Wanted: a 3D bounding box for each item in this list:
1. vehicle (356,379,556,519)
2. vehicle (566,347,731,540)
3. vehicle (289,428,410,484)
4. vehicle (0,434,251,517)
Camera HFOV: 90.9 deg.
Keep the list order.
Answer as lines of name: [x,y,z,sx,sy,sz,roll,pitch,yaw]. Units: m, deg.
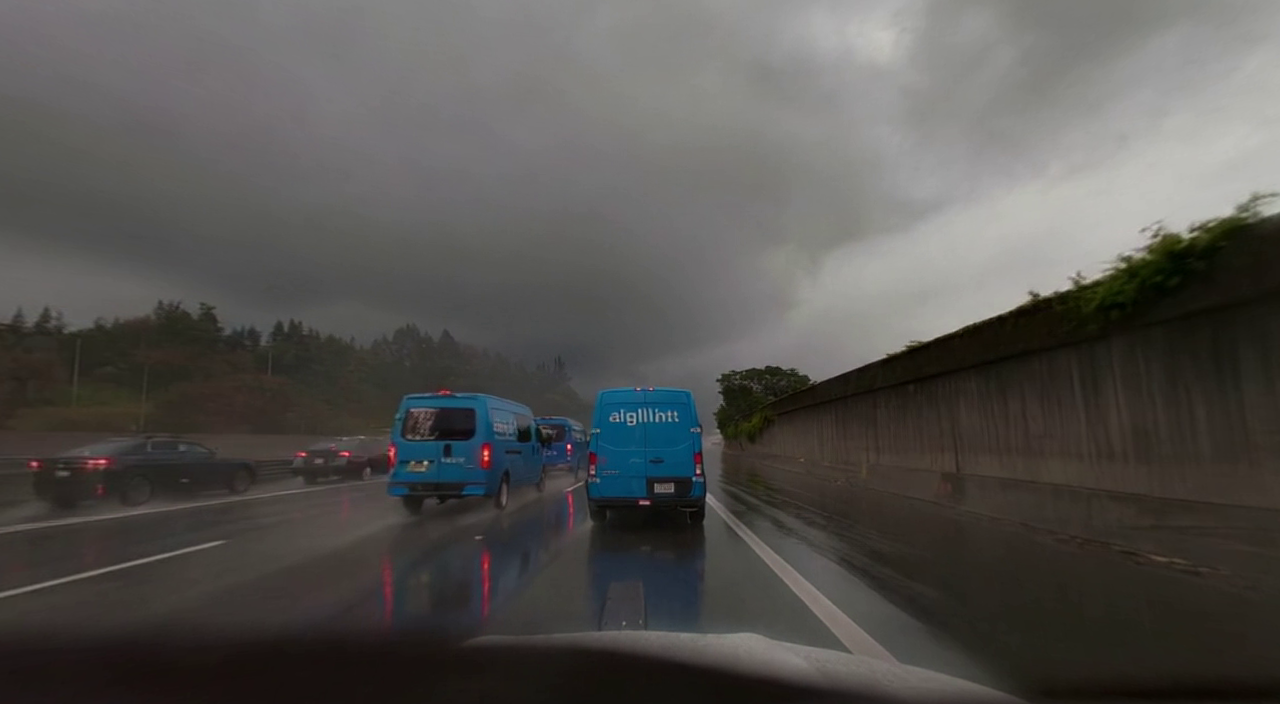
vehicle: [-3.582,2.086,13.812,2.729,2.439,5.418,0,-8,0]
vehicle: [0.153,1.758,12.242,2.316,2.738,6.398,0,-8,1]
vehicle: [-10.741,3.884,23.821,2.061,1.846,4.852,0,-8,3]
vehicle: [-11.055,2.629,14.015,1.839,1.524,4.449,0,-8,2]
